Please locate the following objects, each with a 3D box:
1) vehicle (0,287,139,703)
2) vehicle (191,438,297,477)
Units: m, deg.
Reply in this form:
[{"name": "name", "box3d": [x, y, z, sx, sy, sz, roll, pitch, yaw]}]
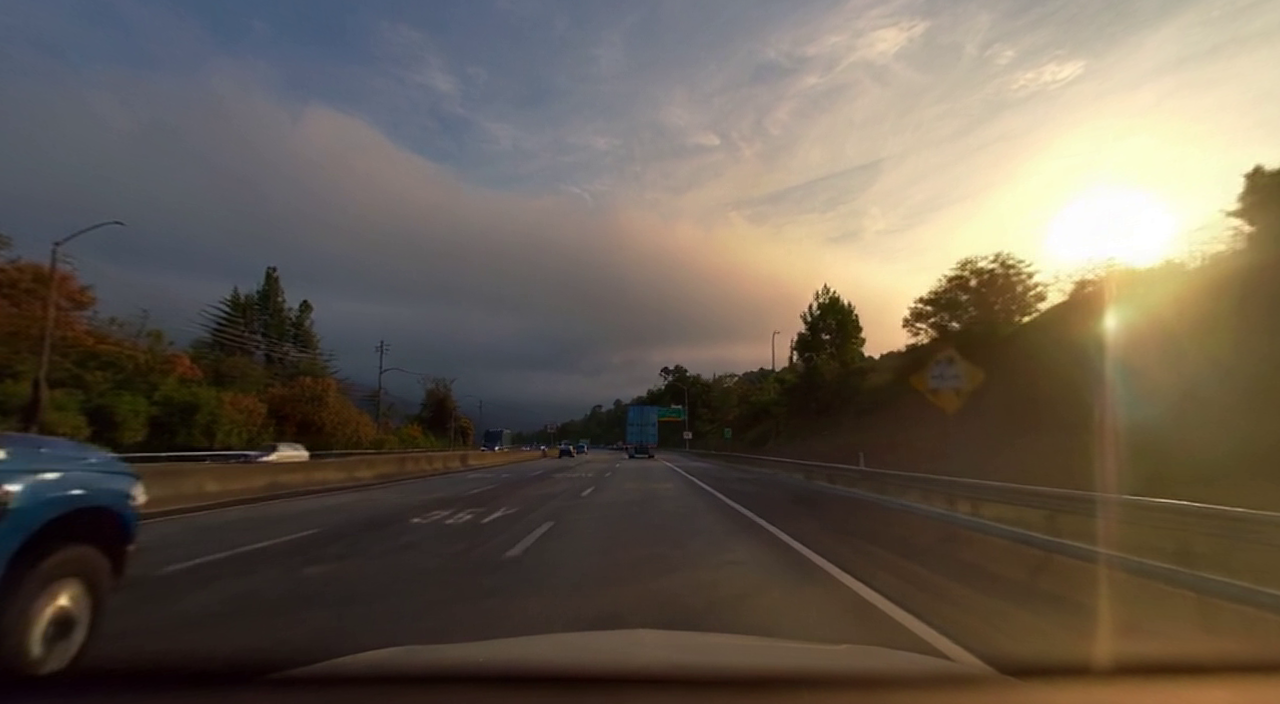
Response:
[{"name": "vehicle", "box3d": [-3.604, 0.374, 0.949, 2.044, 1.740, 4.361, 0, -9, 0]}, {"name": "vehicle", "box3d": [-16.801, 4.470, 26.995, 1.856, 1.524, 4.100, 0, -8, 0]}]
